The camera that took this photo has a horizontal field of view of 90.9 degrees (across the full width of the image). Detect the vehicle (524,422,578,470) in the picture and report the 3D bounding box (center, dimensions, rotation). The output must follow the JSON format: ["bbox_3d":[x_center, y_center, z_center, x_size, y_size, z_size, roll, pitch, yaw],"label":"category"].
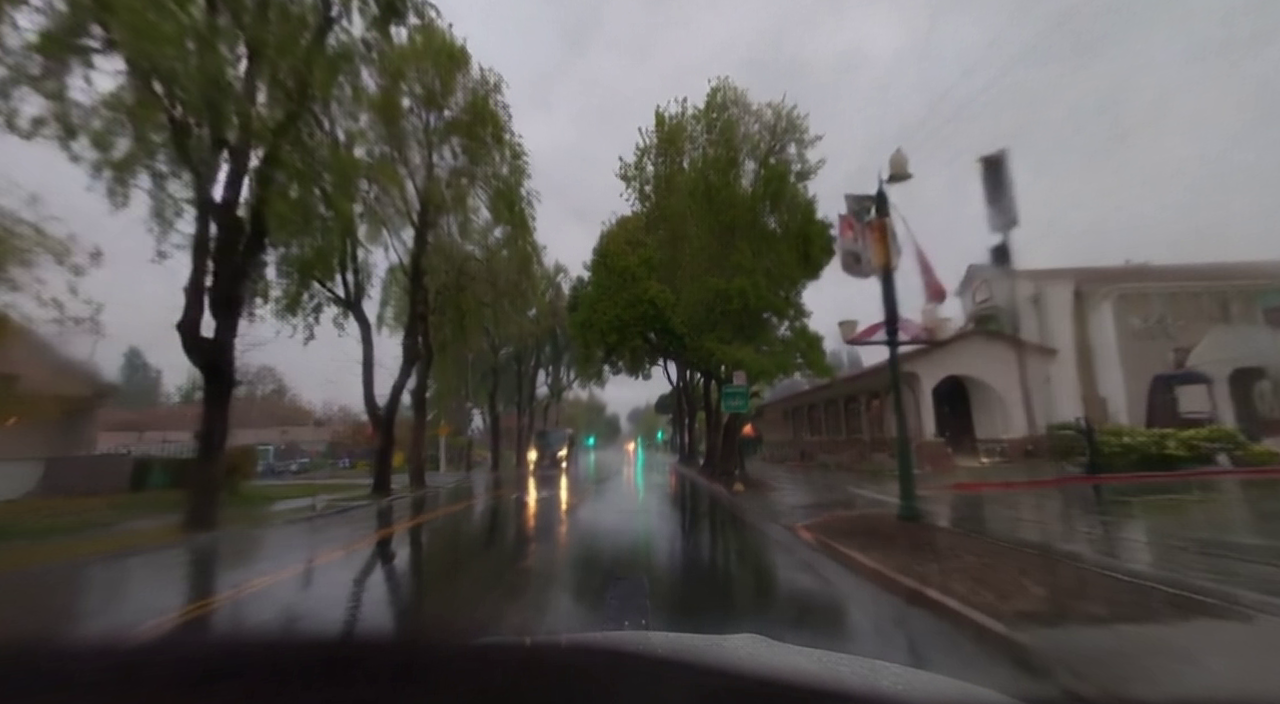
[{"bbox_3d":[-5.428,5.847,39.238,2.303,2.760,5.868,0,-9,2],"label":"vehicle"}]
